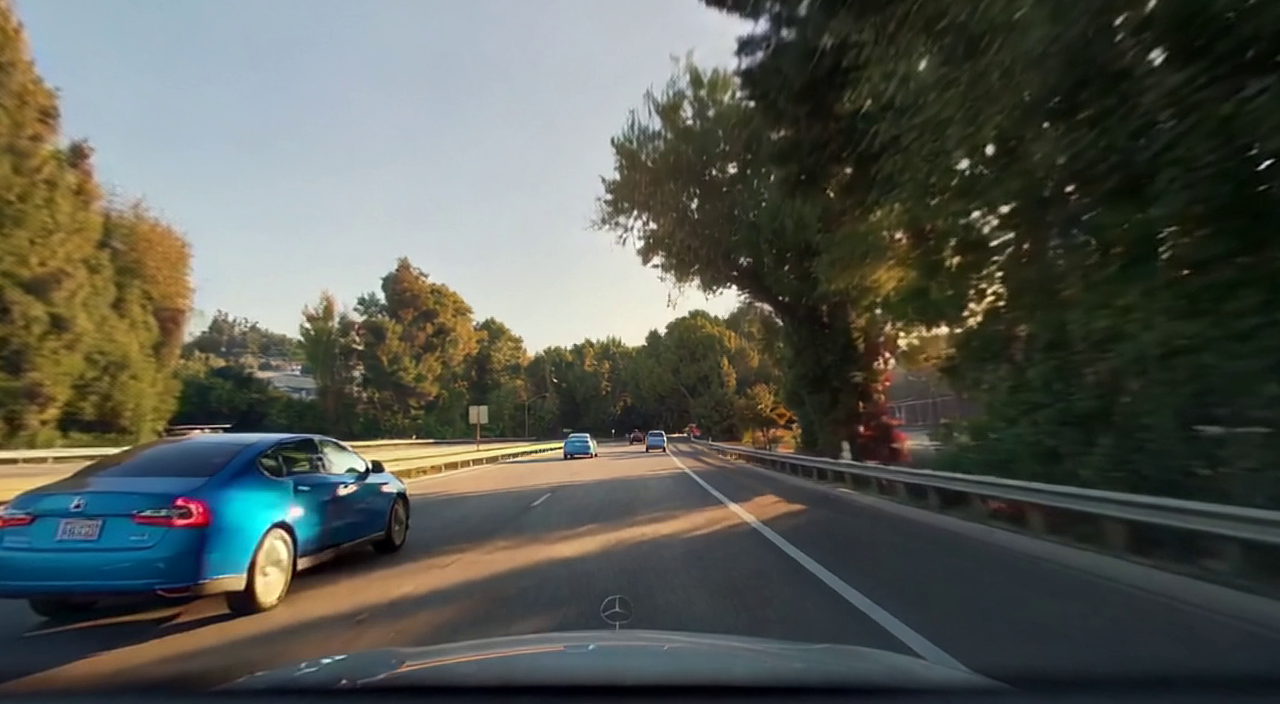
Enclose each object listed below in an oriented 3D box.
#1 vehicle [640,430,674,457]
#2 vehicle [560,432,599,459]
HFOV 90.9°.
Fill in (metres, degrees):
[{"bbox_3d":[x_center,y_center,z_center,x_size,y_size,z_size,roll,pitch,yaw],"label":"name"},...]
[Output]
[{"bbox_3d":[1.024,5.810,40.255,2.041,1.618,3.898,0,-8,0],"label":"vehicle"},{"bbox_3d":[-3.529,5.521,37.450,1.950,1.518,3.941,0,-8,0],"label":"vehicle"}]
